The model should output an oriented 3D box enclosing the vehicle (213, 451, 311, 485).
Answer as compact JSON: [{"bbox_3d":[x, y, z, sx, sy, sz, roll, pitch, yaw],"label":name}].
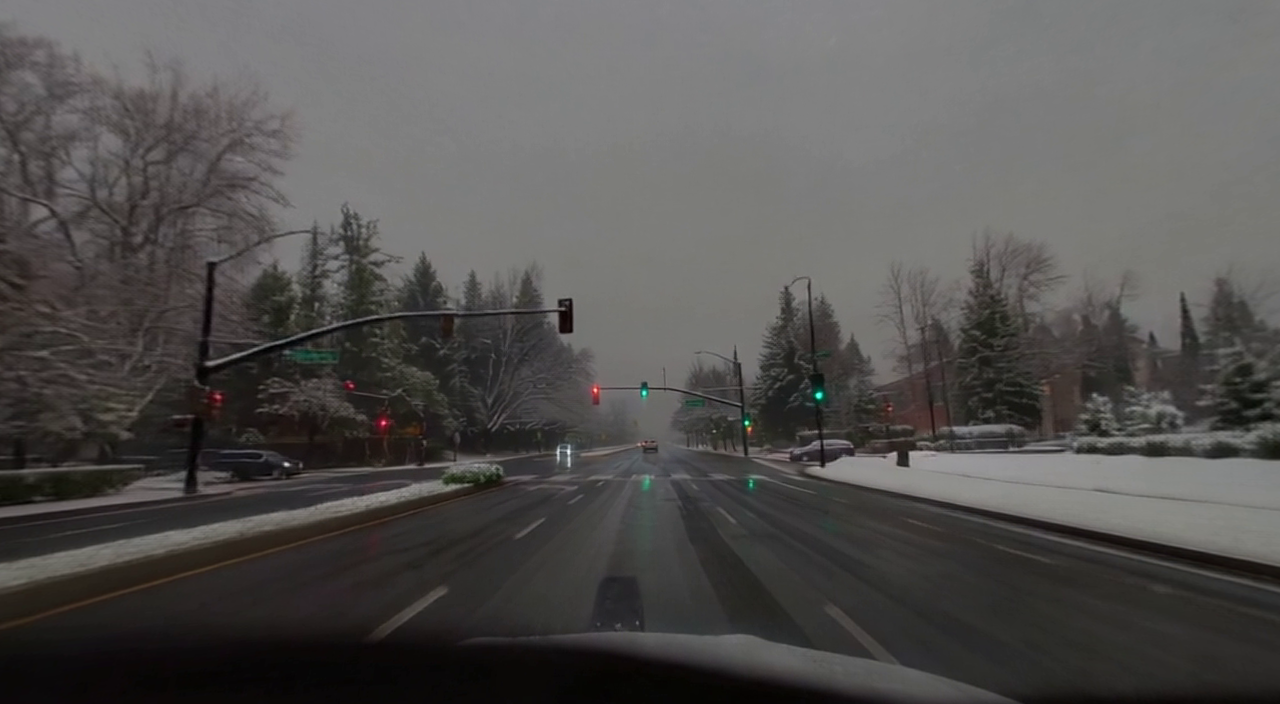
[{"bbox_3d":[-21.873,6.713,36.667,4.445,1.805,1.944,-2,-8,3],"label":"vehicle"}]

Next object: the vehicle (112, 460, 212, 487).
[{"bbox_3d":[-28.224,7.175,37.392,4.505,1.460,1.929,-1,-9,6],"label":"vehicle"}]

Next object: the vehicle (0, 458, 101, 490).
[{"bbox_3d":[-35.056,7.181,37.437,4.516,1.756,2.201,-2,-9,9],"label":"vehicle"}]

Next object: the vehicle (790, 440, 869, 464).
[{"bbox_3d":[12.612,6.696,42.181,4.611,1.505,2.029,0,-9,0],"label":"vehicle"}]
